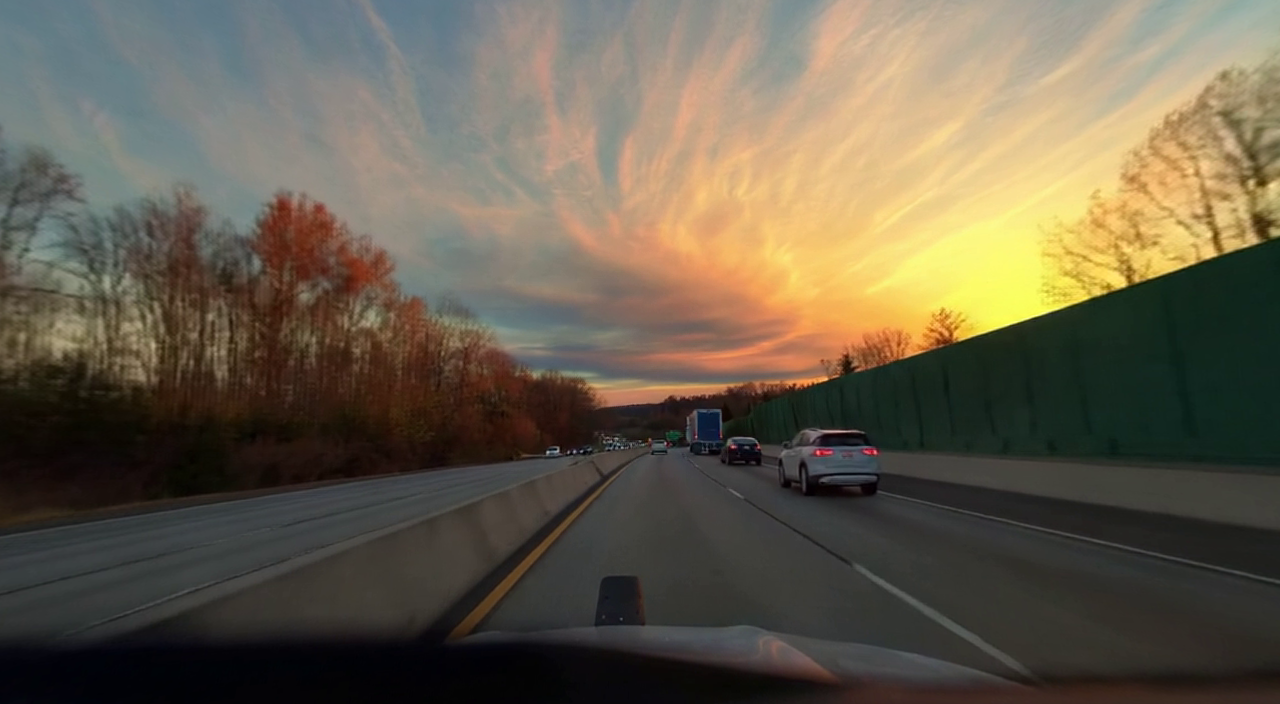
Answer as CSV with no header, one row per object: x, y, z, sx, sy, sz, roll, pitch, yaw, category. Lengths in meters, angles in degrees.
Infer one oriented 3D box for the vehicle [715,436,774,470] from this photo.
4.863,4.759,29.849,2.000,1.473,4.440,0,-8,0,vehicle

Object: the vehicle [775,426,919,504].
4.610,2.573,14.746,1.940,1.539,4.005,0,-8,-1,vehicle
